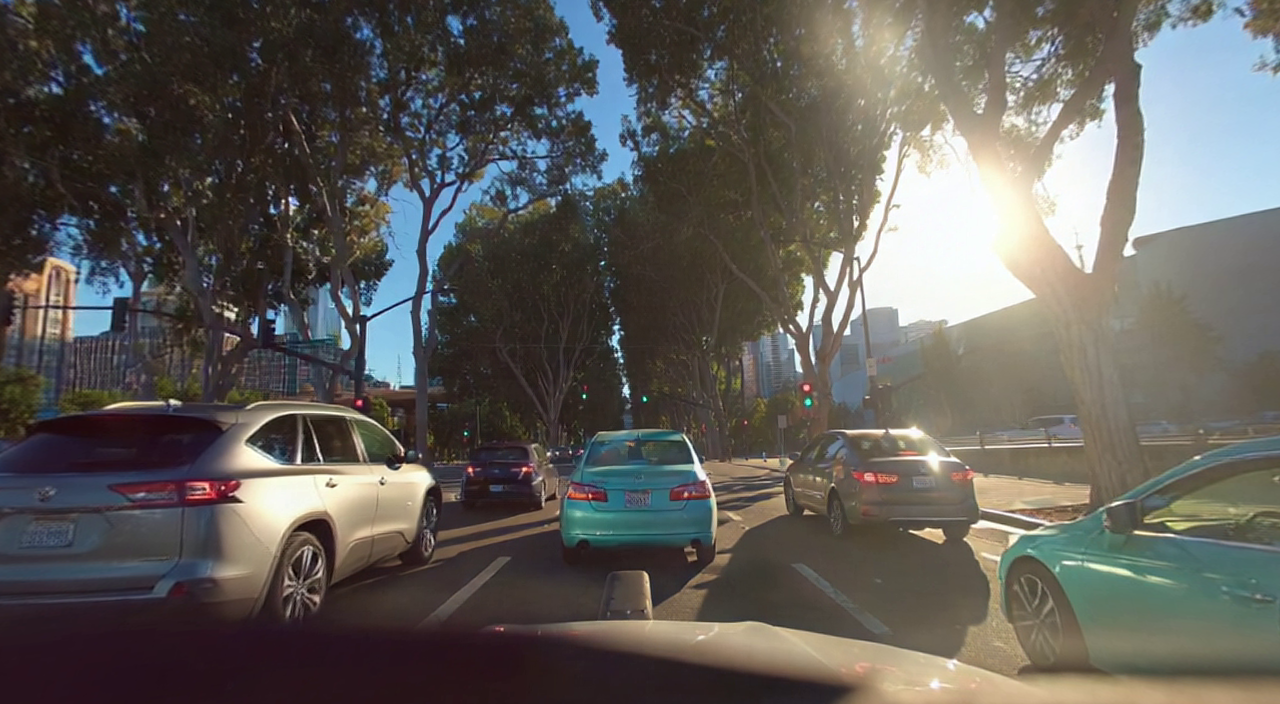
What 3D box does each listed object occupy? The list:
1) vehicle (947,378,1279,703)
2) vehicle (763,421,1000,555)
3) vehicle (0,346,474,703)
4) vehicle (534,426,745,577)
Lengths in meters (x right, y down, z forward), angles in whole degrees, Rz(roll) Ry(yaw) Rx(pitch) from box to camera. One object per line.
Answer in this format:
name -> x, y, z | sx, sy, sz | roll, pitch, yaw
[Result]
vehicle -> 3.323, 0.966, 2.829 | 1.899, 1.588, 3.888 | 0, -8, 0
vehicle -> 3.435, 2.020, 10.081 | 2.040, 1.647, 4.379 | 0, -8, 0
vehicle -> -3.134, 1.188, 5.204 | 2.168, 1.750, 4.625 | -1, -9, 1
vehicle -> -0.025, 1.822, 8.452 | 2.147, 1.507, 3.953 | 0, -8, -1
